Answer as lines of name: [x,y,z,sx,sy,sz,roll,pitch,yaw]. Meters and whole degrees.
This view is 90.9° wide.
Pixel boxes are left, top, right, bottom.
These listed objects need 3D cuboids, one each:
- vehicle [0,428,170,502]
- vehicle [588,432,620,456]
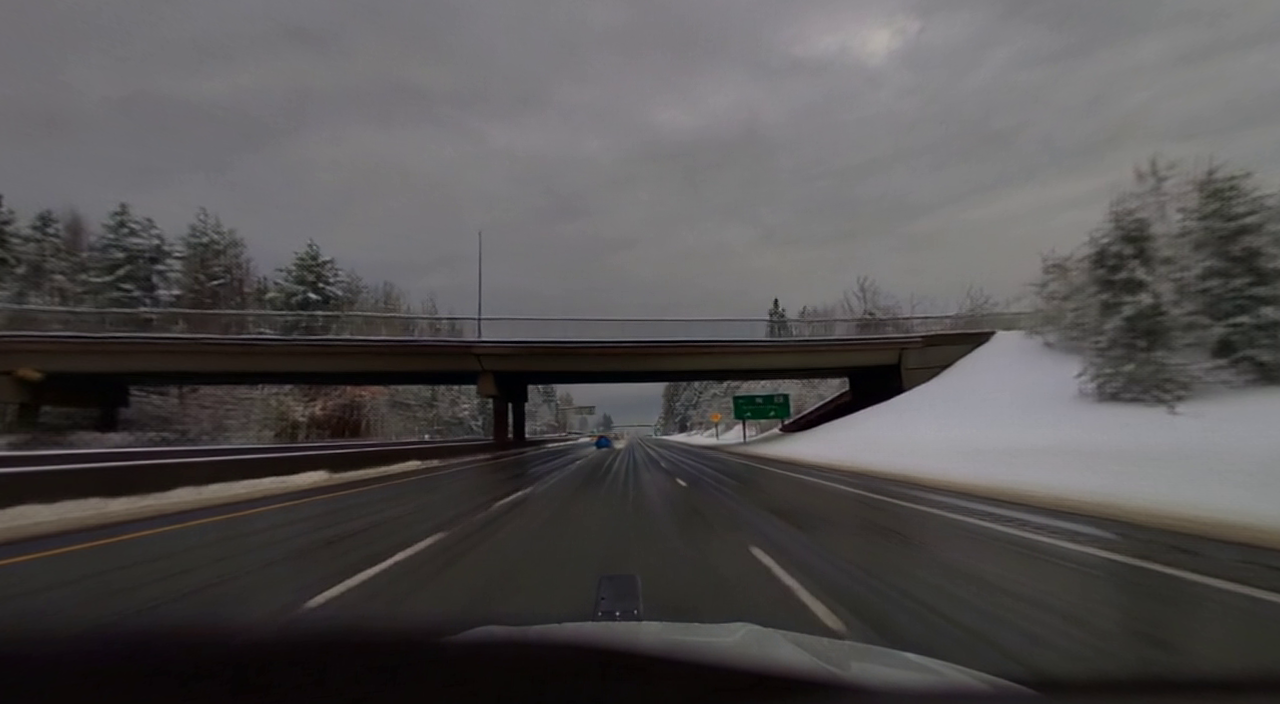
vehicle: [-13.448,2.500,14.455,1.937,1.424,4.454,0,-8,-1]
vehicle: [-2.607,6.791,46.730,2.086,1.624,4.607,0,-8,1]
